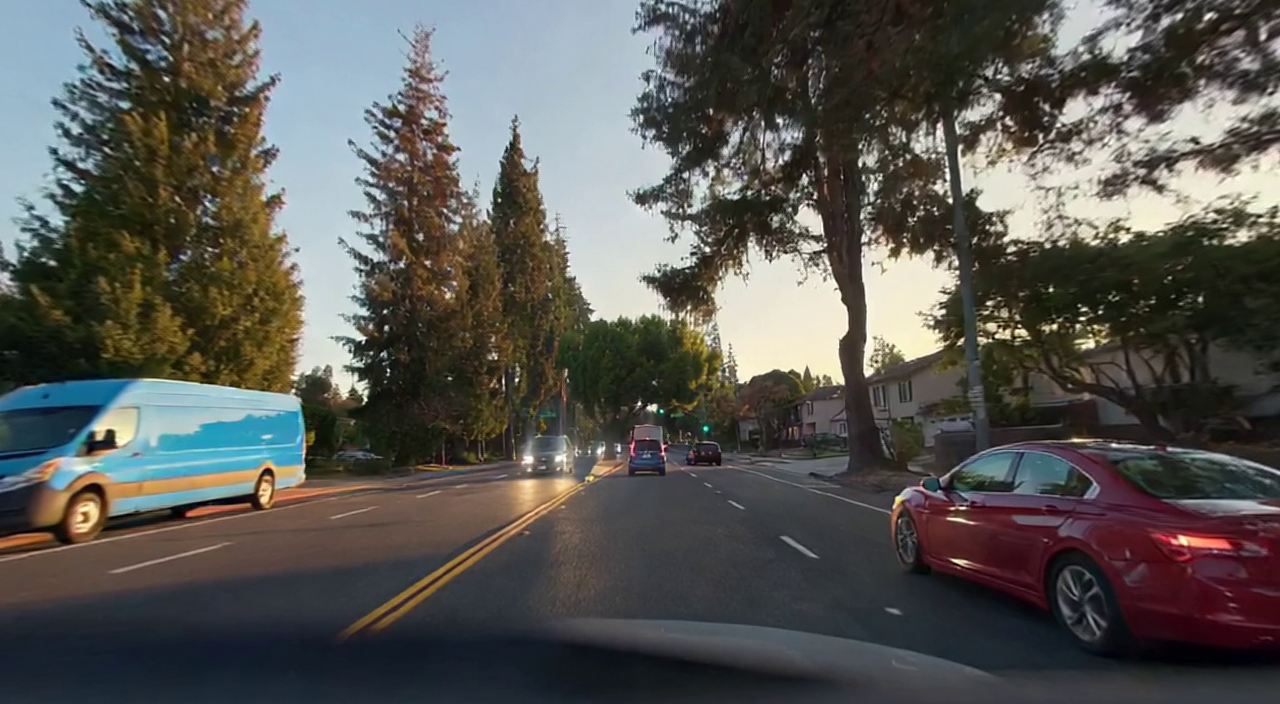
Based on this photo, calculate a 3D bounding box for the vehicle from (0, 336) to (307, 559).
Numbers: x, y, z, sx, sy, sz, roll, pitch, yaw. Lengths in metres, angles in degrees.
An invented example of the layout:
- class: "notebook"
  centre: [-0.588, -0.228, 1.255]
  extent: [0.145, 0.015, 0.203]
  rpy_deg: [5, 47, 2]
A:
- class: "vehicle"
  centre: [-10.889, 2.096, 13.692]
  extent: [2.754, 3.338, 8.405]
  rpy_deg: [0, -9, -1]

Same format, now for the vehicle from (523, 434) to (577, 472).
- class: "vehicle"
  centre: [-4.450, 5.109, 32.126]
  extent: [2.054, 1.772, 4.817]
  rpy_deg: [0, -8, 0]

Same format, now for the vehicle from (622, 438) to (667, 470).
- class: "vehicle"
  centre: [0.209, 5.171, 32.217]
  extent: [2.114, 1.483, 4.207]
  rpy_deg: [0, -8, 0]

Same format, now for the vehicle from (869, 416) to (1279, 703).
- class: "vehicle"
  centre: [3.619, 1.330, 4.957]
  extent: [1.973, 1.447, 4.402]
  rpy_deg: [0, -8, 0]

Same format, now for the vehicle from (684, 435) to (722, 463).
- class: "vehicle"
  centre: [4.408, 6.834, 44.719]
  extent: [2.187, 1.847, 4.553]
  rpy_deg: [0, -8, 0]
